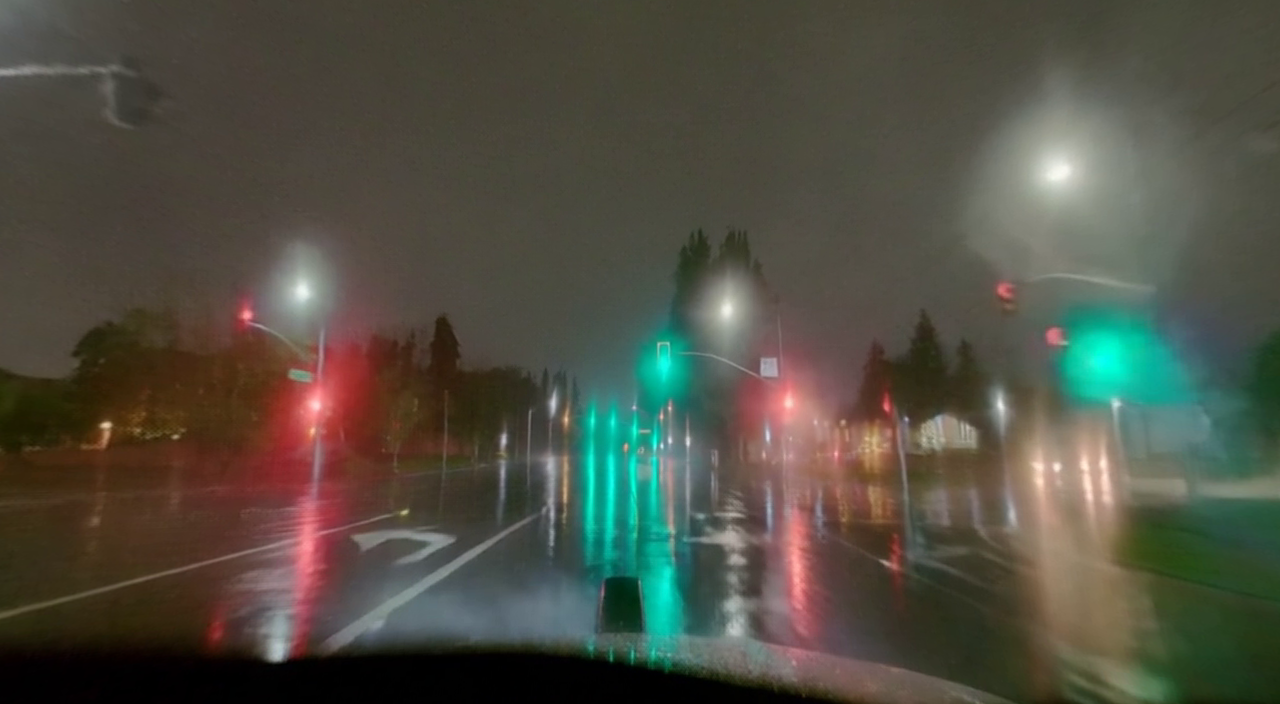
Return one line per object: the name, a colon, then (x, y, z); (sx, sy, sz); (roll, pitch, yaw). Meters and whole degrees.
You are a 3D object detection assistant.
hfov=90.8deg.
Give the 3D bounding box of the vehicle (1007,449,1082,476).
vehicle: (26.740, 7.283, 41.771); (3.878, 1.462, 1.783); (4, -7, -5)
